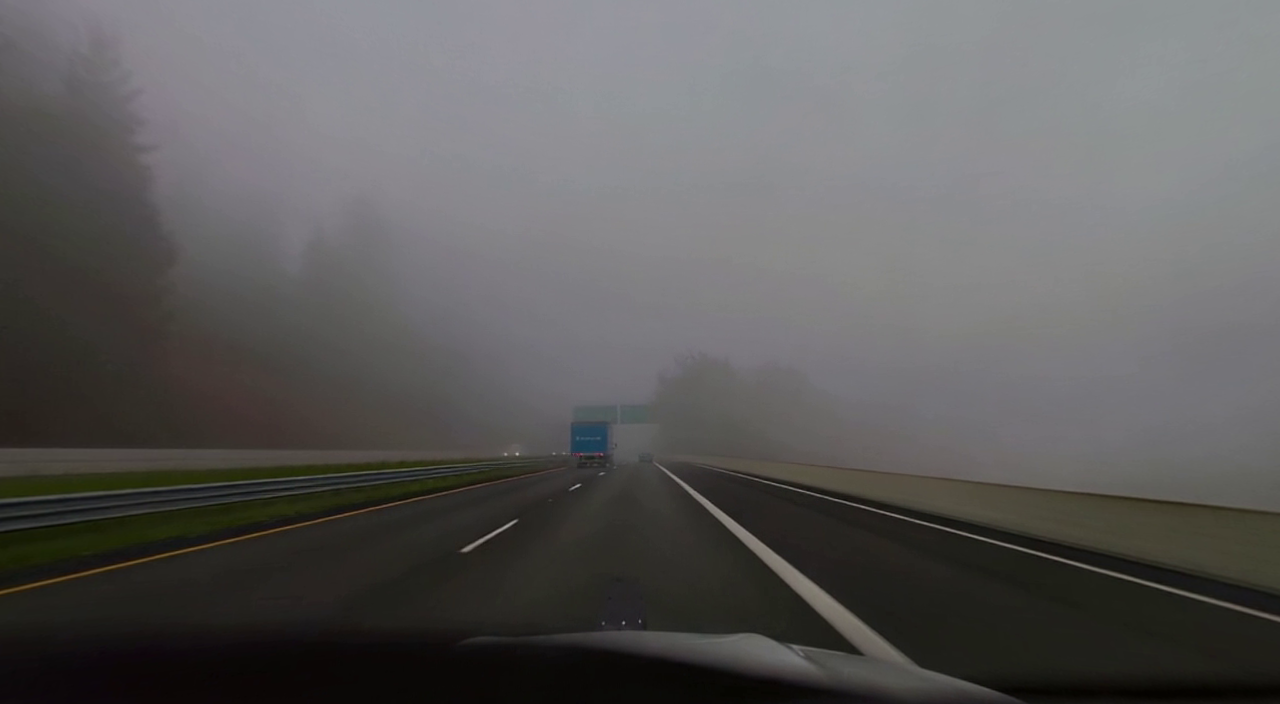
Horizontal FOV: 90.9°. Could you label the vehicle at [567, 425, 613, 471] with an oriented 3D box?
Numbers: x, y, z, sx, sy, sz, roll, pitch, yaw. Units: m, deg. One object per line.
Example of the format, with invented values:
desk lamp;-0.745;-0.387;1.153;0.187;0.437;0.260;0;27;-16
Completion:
vehicle;-3.610;7.188;47.125;2.695;3.151;6.885;0;-9;1
